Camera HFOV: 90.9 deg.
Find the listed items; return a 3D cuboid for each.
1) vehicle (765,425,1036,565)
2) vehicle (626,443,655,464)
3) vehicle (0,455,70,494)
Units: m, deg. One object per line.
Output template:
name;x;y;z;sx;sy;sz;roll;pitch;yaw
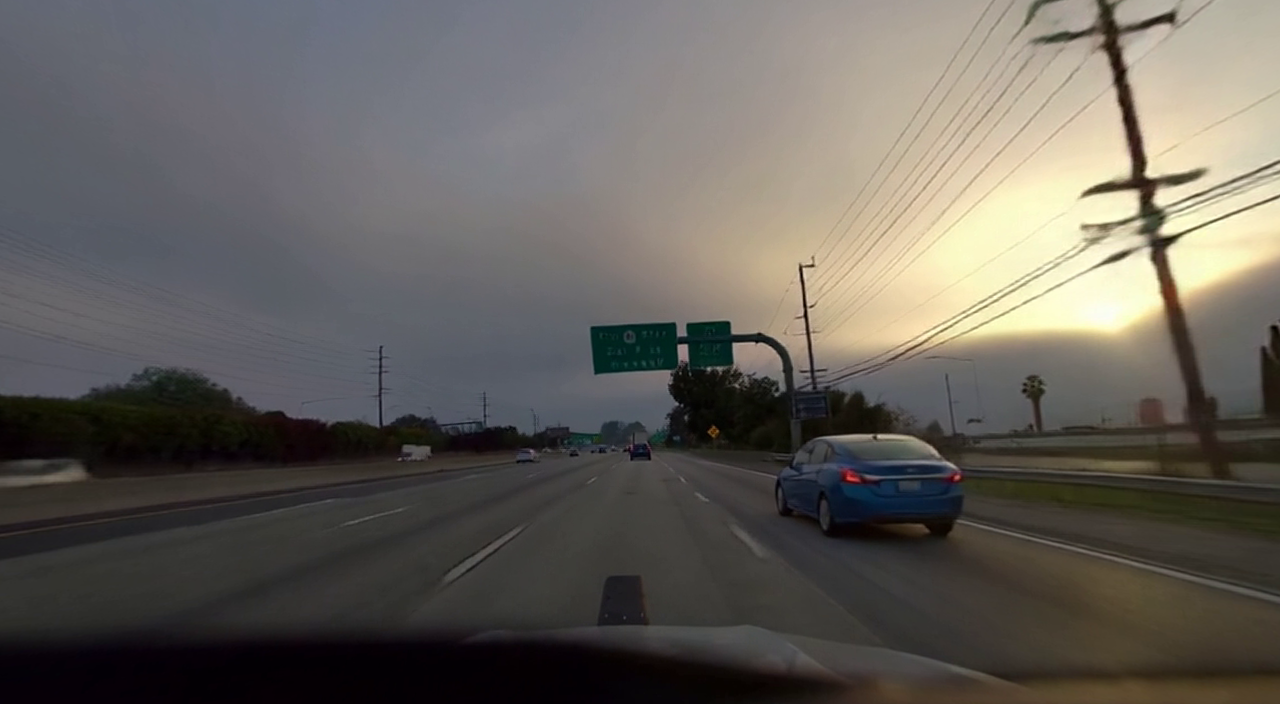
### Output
vehicle;3.351;1.928;9.295;2.060;1.526;4.387;0;-8;-1
vehicle;0.010;7.503;46.894;2.036;1.474;3.969;0;-8;0
vehicle;-24.291;4.710;24.312;1.464;1.356;3.299;-1;-8;2
